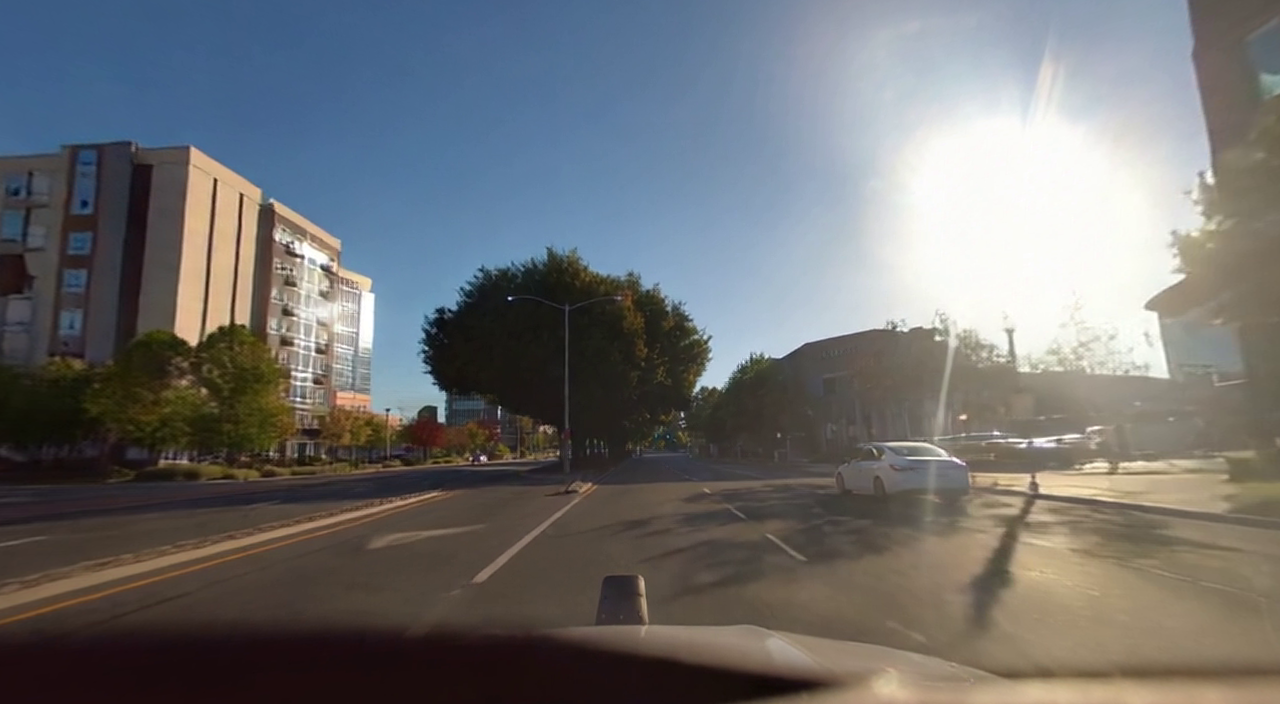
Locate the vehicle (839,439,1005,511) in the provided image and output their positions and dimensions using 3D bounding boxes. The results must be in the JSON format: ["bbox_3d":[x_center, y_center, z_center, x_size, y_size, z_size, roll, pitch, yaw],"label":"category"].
[{"bbox_3d":[6.771,2.968,15.861,1.913,1.504,4.738,0,-8,-1],"label":"vehicle"}]
